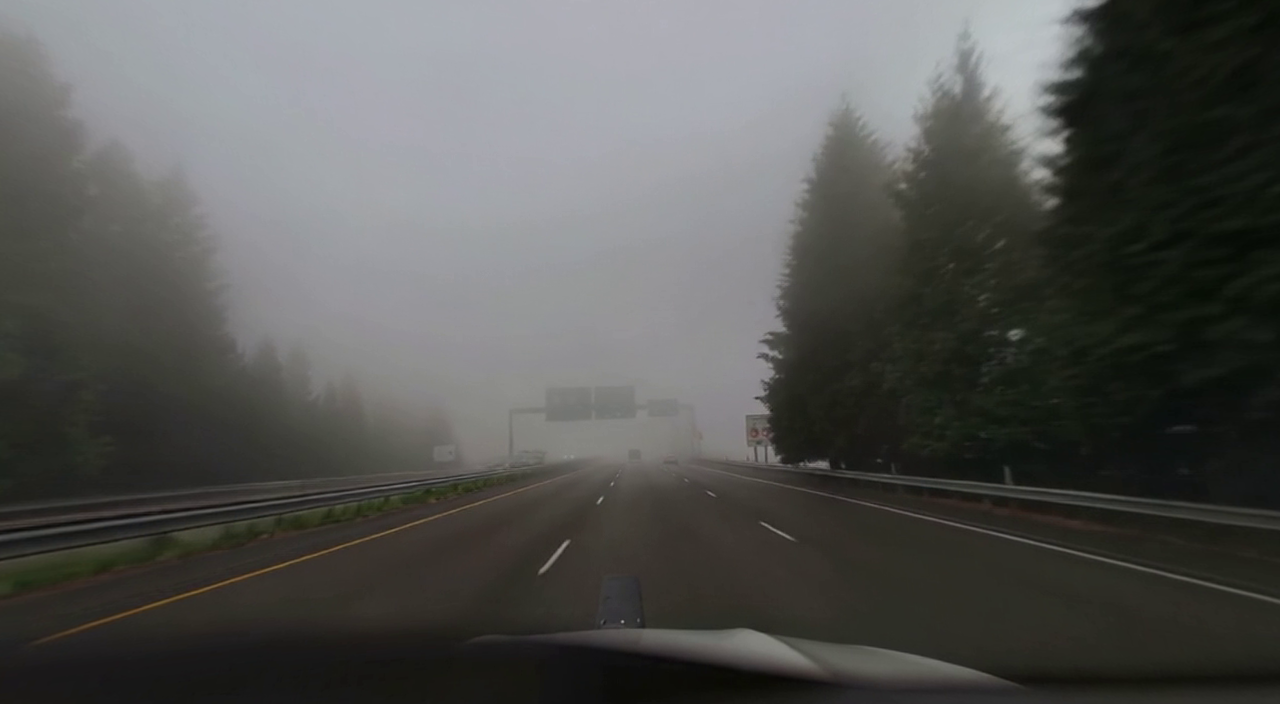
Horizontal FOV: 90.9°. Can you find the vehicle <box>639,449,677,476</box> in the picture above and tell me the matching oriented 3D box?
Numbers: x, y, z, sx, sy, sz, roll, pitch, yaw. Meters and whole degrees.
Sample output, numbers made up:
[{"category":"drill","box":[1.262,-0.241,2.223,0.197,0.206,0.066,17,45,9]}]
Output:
[{"category":"vehicle","box":[0.994,6.379,36.569,2.036,1.457,3.471,0,-9,-1]}]
